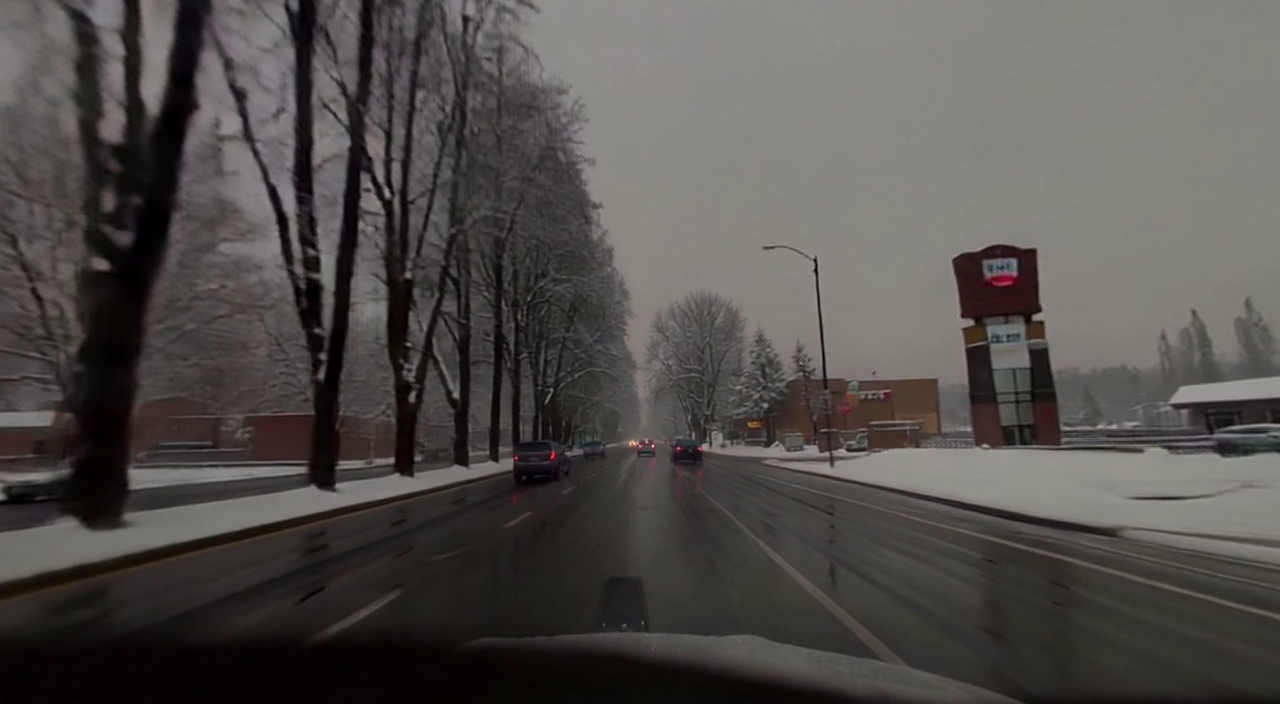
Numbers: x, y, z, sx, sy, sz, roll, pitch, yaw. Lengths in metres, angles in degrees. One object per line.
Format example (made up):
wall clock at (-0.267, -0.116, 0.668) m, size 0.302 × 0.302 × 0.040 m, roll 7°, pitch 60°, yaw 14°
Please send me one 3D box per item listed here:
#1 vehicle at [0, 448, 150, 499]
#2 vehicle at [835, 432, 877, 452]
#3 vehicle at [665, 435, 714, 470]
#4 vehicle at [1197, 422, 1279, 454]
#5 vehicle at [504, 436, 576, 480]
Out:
vehicle at (-22.637, 4.811, 25.403) m, size 1.958 × 1.780 × 4.479 m, roll -1°, pitch -8°, yaw 3°
vehicle at (16.021, 6.716, 46.986) m, size 1.823 × 1.413 × 3.884 m, roll 0°, pitch -8°, yaw 2°
vehicle at (2.350, 4.876, 30.764) m, size 1.922 × 1.579 × 3.642 m, roll 0°, pitch -8°, yaw -2°
vehicle at (30.693, 4.237, 30.978) m, size 1.914 × 1.507 × 4.550 m, roll 1°, pitch -8°, yaw -12°
vehicle at (-3.666, 3.984, 24.009) m, size 1.908 × 1.481 × 4.536 m, roll 0°, pitch -8°, yaw 1°
